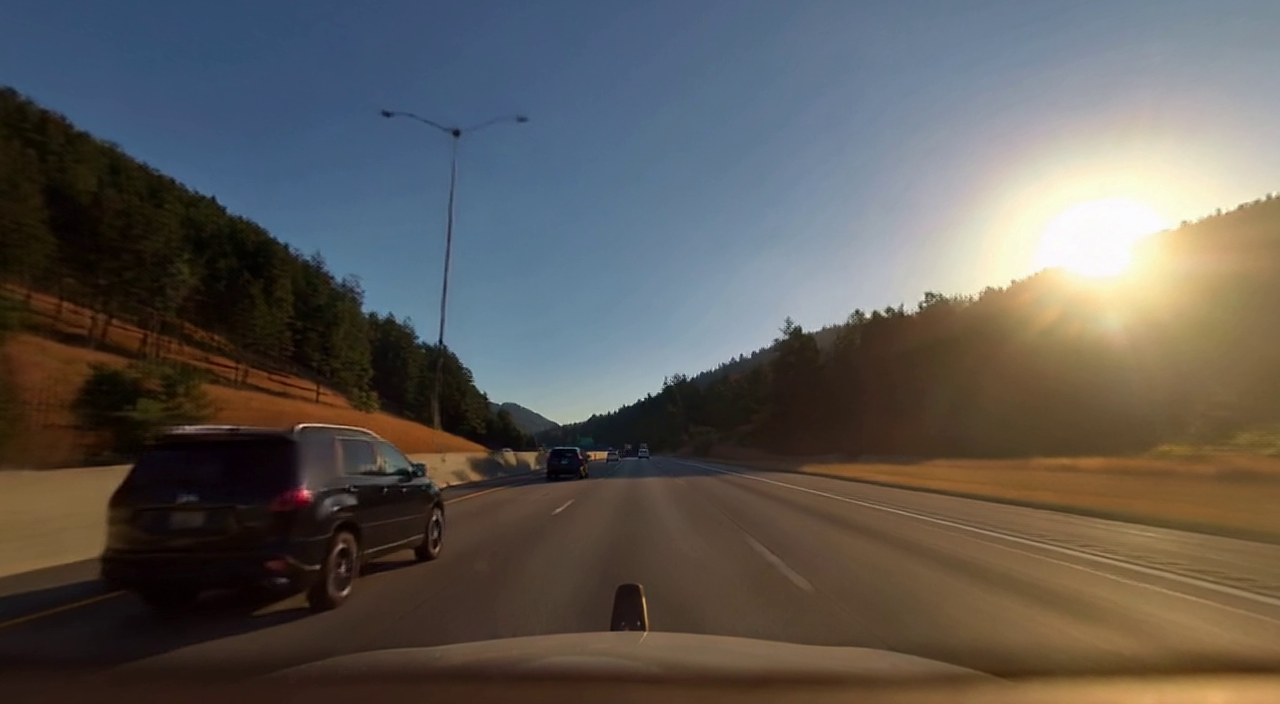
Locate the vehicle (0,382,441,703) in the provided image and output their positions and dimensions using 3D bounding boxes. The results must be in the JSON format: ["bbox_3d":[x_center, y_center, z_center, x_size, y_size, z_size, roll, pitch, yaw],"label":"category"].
[{"bbox_3d":[-3.610,1.365,5.546,2.147,1.708,4.630,0,-9,1],"label":"vehicle"}]

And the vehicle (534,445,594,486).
[{"bbox_3d":[-3.060,4.669,26.305,1.944,1.548,4.051,0,-9,1],"label":"vehicle"}]
